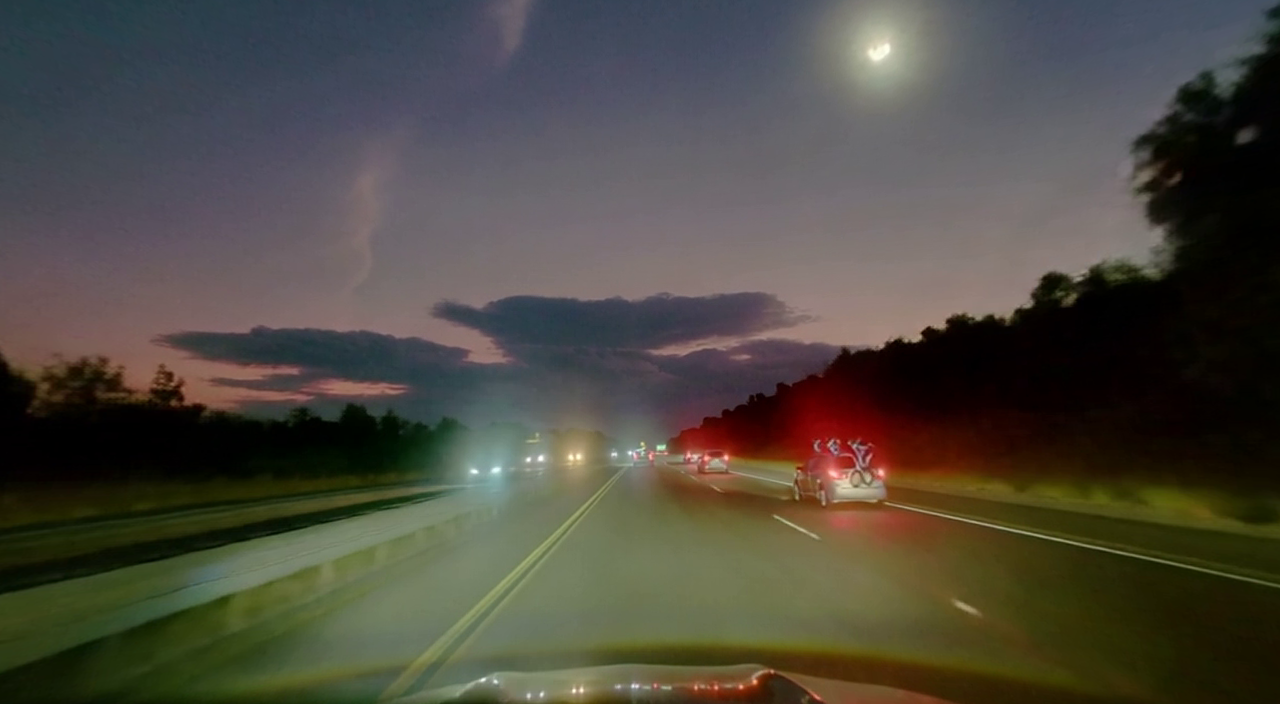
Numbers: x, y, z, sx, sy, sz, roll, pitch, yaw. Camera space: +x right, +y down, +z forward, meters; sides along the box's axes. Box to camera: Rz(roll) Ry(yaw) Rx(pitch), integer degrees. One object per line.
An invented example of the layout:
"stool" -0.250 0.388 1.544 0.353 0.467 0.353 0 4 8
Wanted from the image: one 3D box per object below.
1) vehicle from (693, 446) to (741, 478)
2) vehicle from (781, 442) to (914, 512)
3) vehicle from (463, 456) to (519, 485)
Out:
"vehicle" 4.272 6.204 35.848 2.122 1.662 4.392 0 -9 -1
"vehicle" 4.964 3.023 15.691 1.964 1.513 3.707 0 -9 -1
"vehicle" -8.389 6.692 35.879 1.979 1.470 4.558 0 -9 1
